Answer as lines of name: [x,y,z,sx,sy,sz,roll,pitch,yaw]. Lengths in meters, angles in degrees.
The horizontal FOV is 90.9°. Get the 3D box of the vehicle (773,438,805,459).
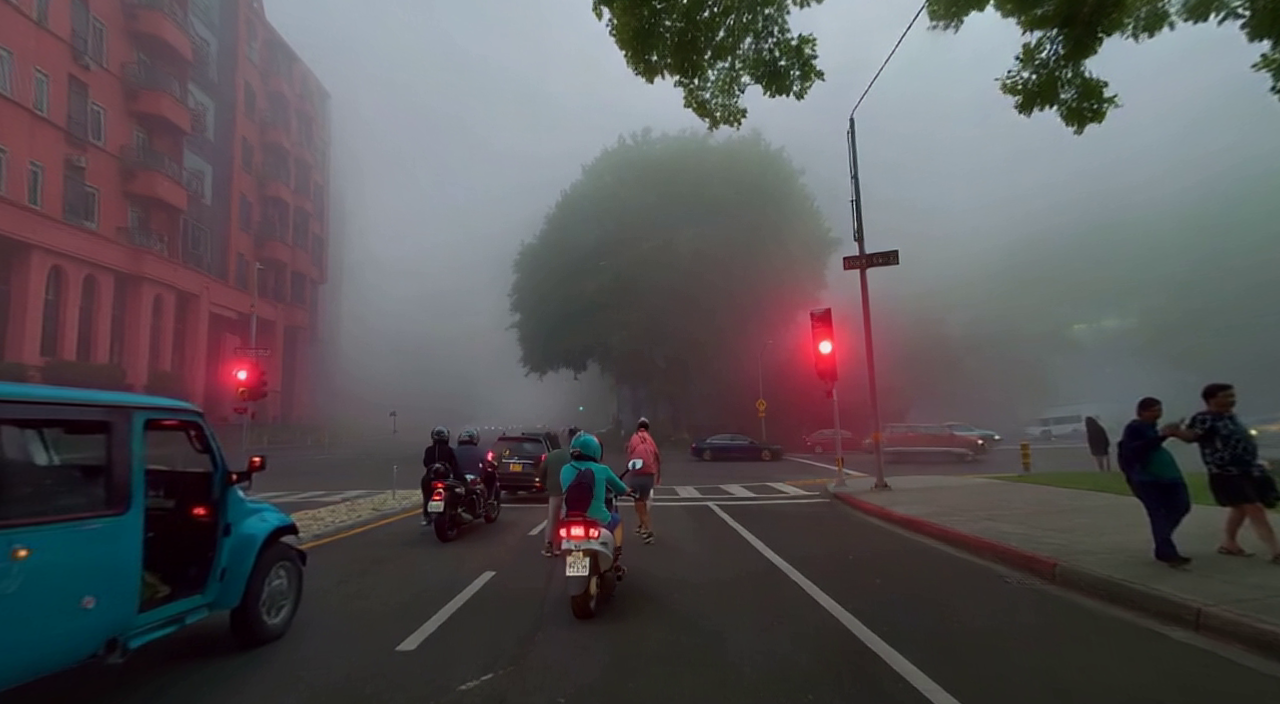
vehicle: [11.494,7.397,48.366,1.862,1.456,4.661,-3,-9,19]

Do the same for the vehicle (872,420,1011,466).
vehicle: [13.035,3.996,27.609,5.226,1.840,2.016,-4,-9,22]

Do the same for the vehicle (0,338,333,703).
vehicle: [-3.607,0.898,2.795,2.000,1.809,4.855,0,-9,0]

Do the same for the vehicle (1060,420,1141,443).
vehicle: [30.774,5.343,42.179,1.751,1.420,4.027,8,-12,-42]

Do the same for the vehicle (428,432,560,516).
vehicle: [-3.123,2.705,14.438,1.935,1.615,4.073,-1,-9,2]

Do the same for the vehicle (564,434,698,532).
vehicle: [-0.102,2.295,11.618,2.025,1.458,4.085,-1,-9,1]
